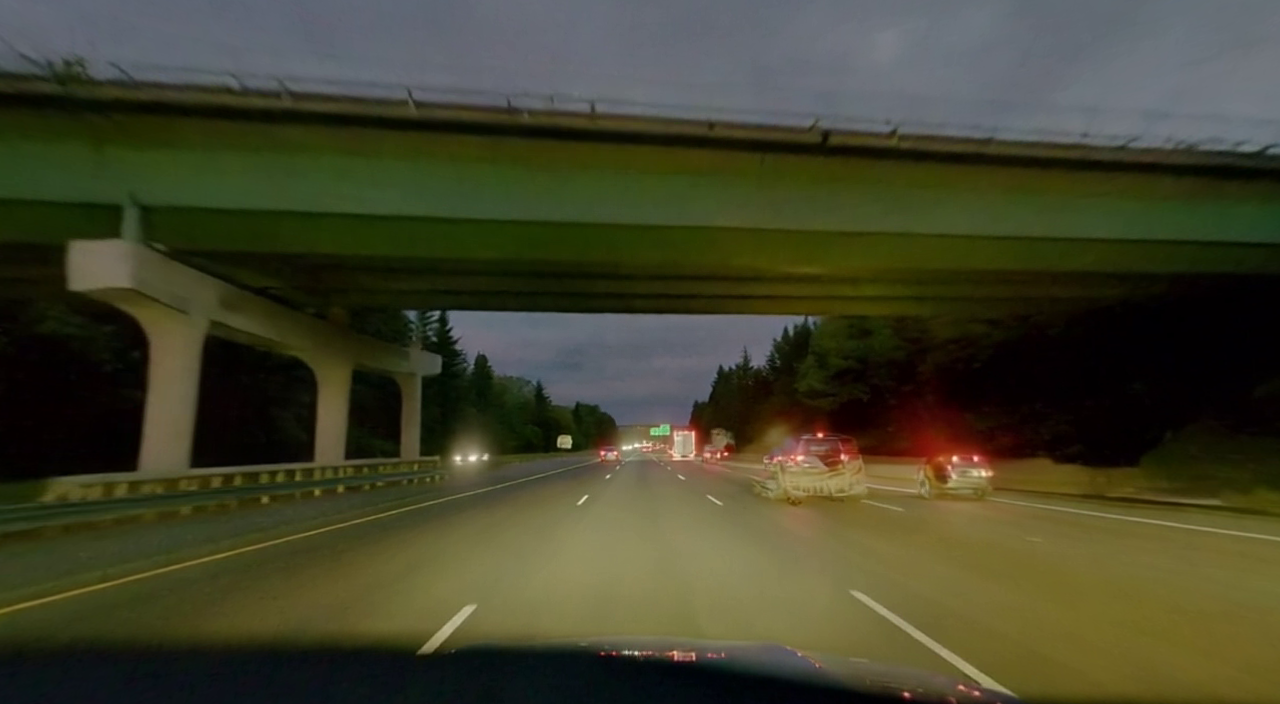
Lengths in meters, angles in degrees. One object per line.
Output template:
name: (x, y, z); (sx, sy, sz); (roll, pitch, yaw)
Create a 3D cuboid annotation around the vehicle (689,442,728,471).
vehicle: (4.727, 7.236, 44.032); (2.100, 1.889, 4.969); (0, -9, -1)
